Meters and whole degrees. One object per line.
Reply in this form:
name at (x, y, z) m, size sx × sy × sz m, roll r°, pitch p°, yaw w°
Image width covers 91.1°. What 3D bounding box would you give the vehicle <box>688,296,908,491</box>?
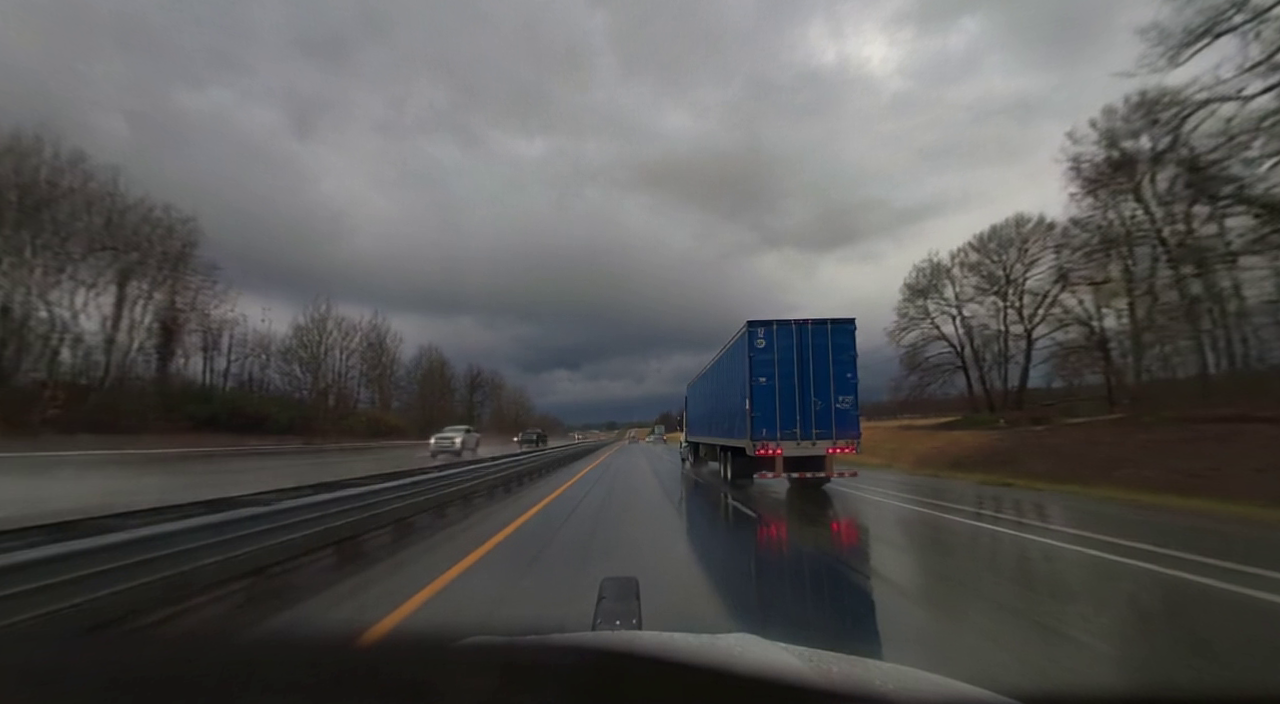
vehicle at (4.064, 2.014, 22.247) m, size 3.203 × 4.273 × 17.131 m, roll 0°, pitch -8°, yaw -1°
